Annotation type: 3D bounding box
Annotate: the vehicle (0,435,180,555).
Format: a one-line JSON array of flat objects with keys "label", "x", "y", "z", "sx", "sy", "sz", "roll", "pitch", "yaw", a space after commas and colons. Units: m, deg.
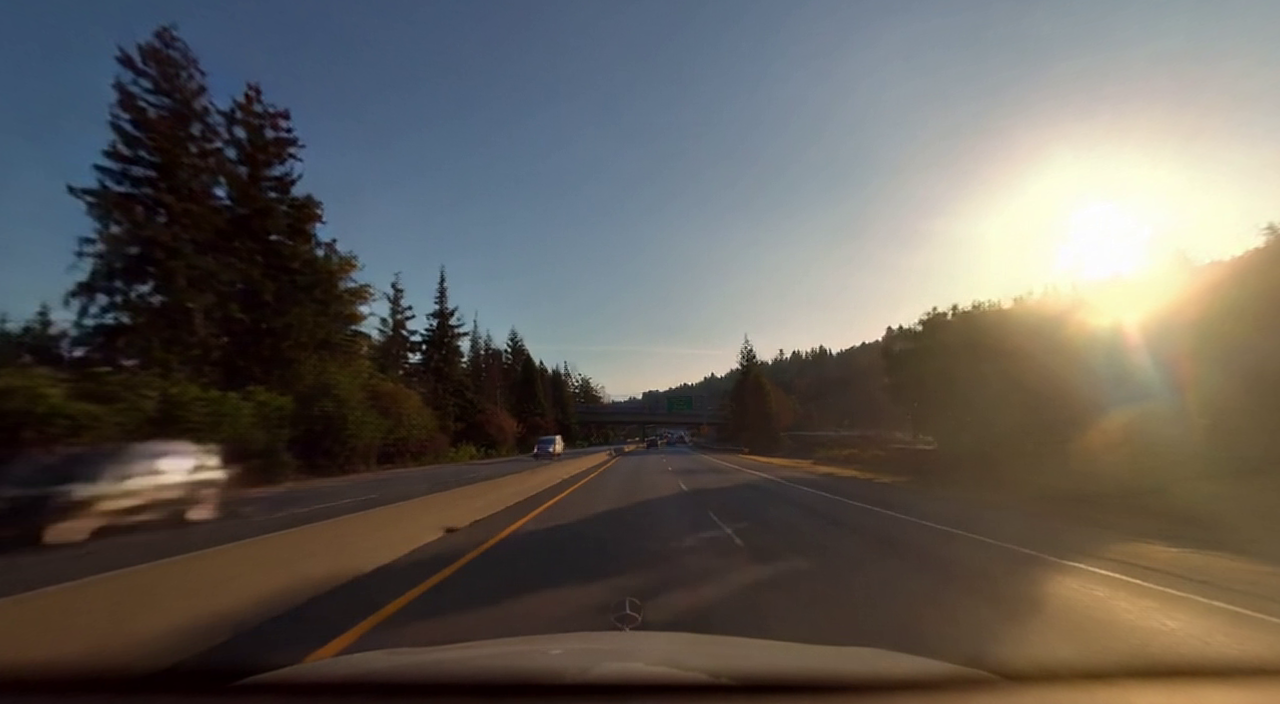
[{"label": "vehicle", "x": -9.042, "y": 1.898, "z": 8.589, "sx": 2.040, "sy": 1.491, "sz": 4.606, "roll": 0, "pitch": -8, "yaw": 1}]
